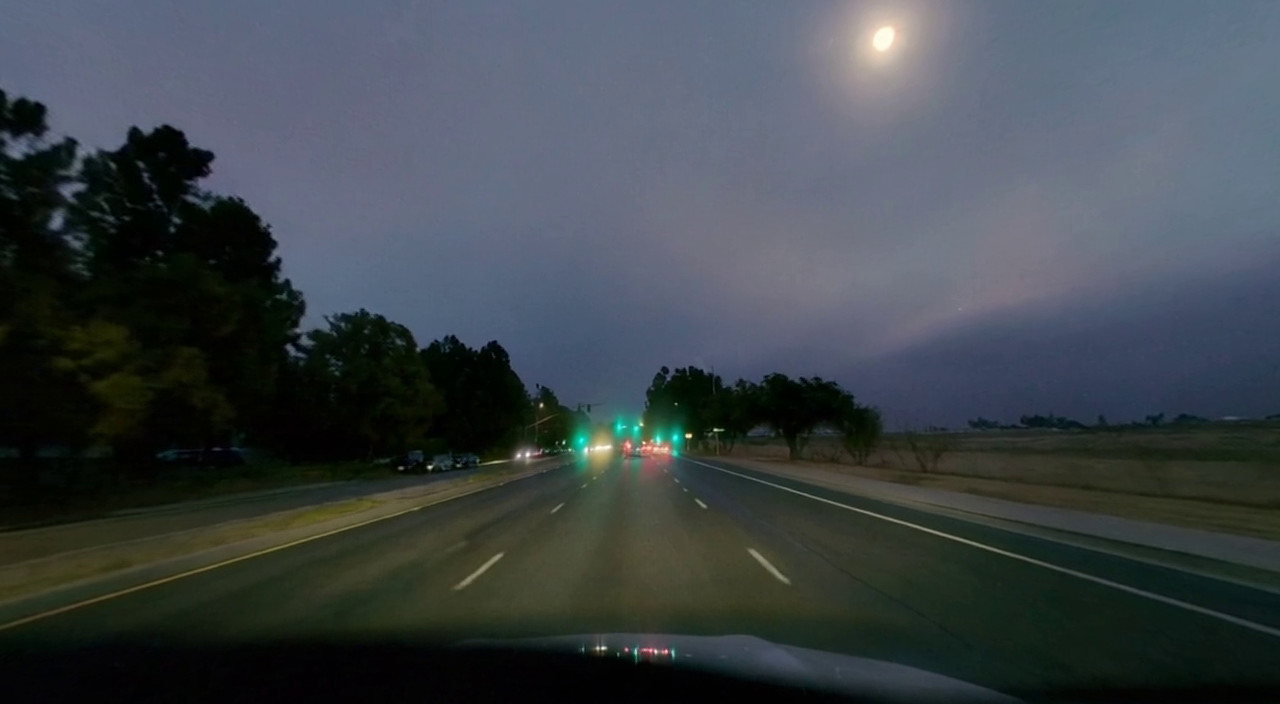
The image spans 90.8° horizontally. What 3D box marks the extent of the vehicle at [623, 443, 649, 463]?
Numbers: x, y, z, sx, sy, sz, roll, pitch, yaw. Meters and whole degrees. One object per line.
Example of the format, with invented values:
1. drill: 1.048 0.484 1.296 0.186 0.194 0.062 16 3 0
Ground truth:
1. vehicle: -0.350 7.915 49.547 1.984 1.439 4.171 0 -9 -1
